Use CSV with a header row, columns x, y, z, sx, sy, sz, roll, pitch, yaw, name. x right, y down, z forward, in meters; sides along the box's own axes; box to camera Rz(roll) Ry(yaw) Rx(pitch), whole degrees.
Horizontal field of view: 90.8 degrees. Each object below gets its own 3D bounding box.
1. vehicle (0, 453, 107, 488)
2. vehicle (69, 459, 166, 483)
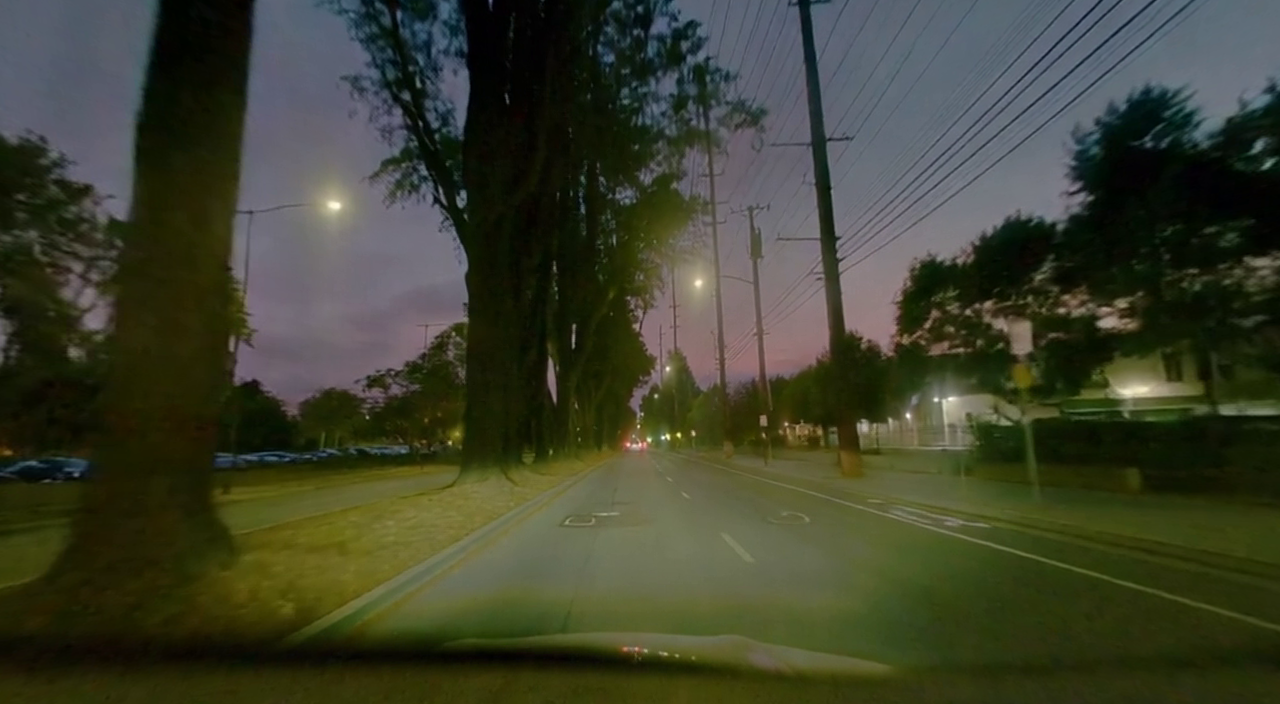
x,y,z,sx,sy,sz,roll,pitch,yaw,name
-33.939,6.775,36.125,5.051,1.657,2.023,-3,-8,0,vehicle
-34.138,7.763,41.366,4.499,1.448,1.915,0,-8,-3,vehicle
